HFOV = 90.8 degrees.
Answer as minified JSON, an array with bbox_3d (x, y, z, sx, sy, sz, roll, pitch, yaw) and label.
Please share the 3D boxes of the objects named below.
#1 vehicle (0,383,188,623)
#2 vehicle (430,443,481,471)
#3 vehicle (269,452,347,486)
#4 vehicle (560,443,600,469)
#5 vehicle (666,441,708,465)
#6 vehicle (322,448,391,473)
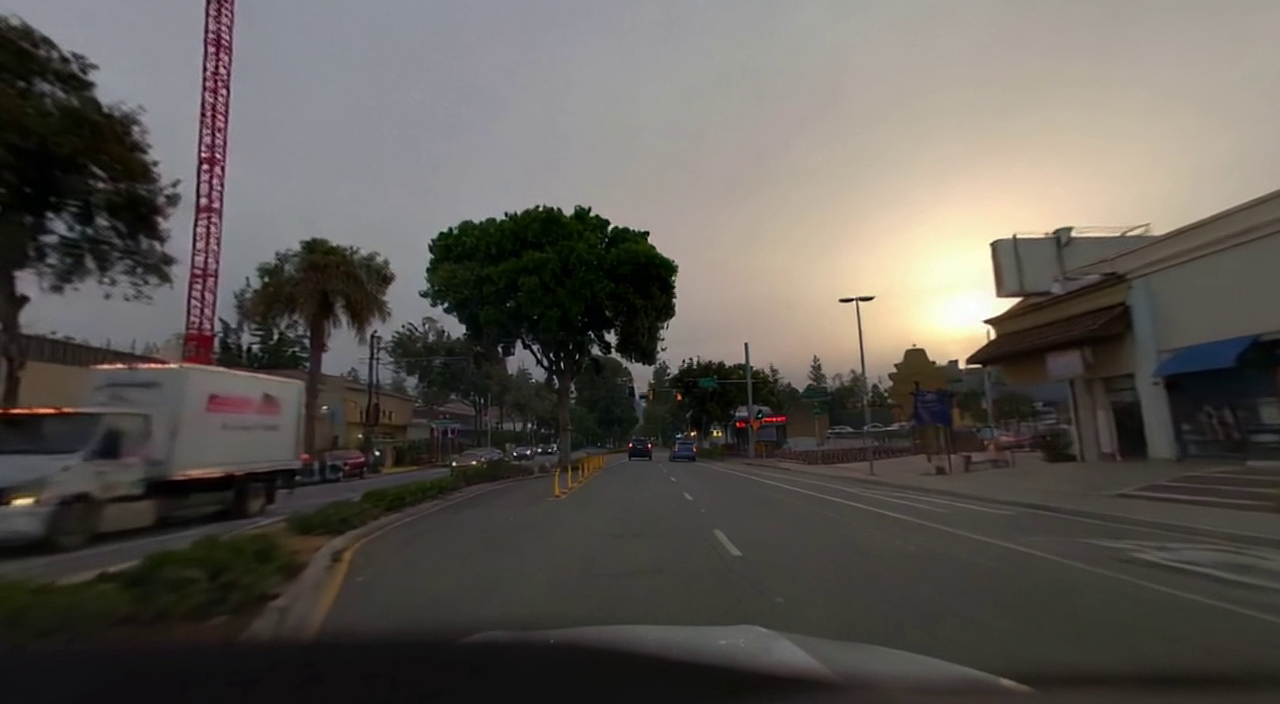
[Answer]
[{"bbox_3d":[-5.979,1.249,5.326,2.058,1.751,4.502,0,-8,-16],"label":"vehicle"},{"bbox_3d":[-12.629,7.190,43.524,2.078,1.740,4.703,0,-9,0],"label":"vehicle"},{"bbox_3d":[-16.497,5.807,31.607,1.725,1.500,3.875,-1,-8,2],"label":"vehicle"},{"bbox_3d":[-3.614,6.359,38.750,1.962,1.484,4.351,0,-8,1],"label":"vehicle"},{"bbox_3d":[3.444,7.543,47.394,2.427,1.665,5.593,0,-9,-3],"label":"vehicle"},{"bbox_3d":[-21.587,8.276,48.192,4.291,1.687,1.949,-2,-8,3],"label":"vehicle"}]
